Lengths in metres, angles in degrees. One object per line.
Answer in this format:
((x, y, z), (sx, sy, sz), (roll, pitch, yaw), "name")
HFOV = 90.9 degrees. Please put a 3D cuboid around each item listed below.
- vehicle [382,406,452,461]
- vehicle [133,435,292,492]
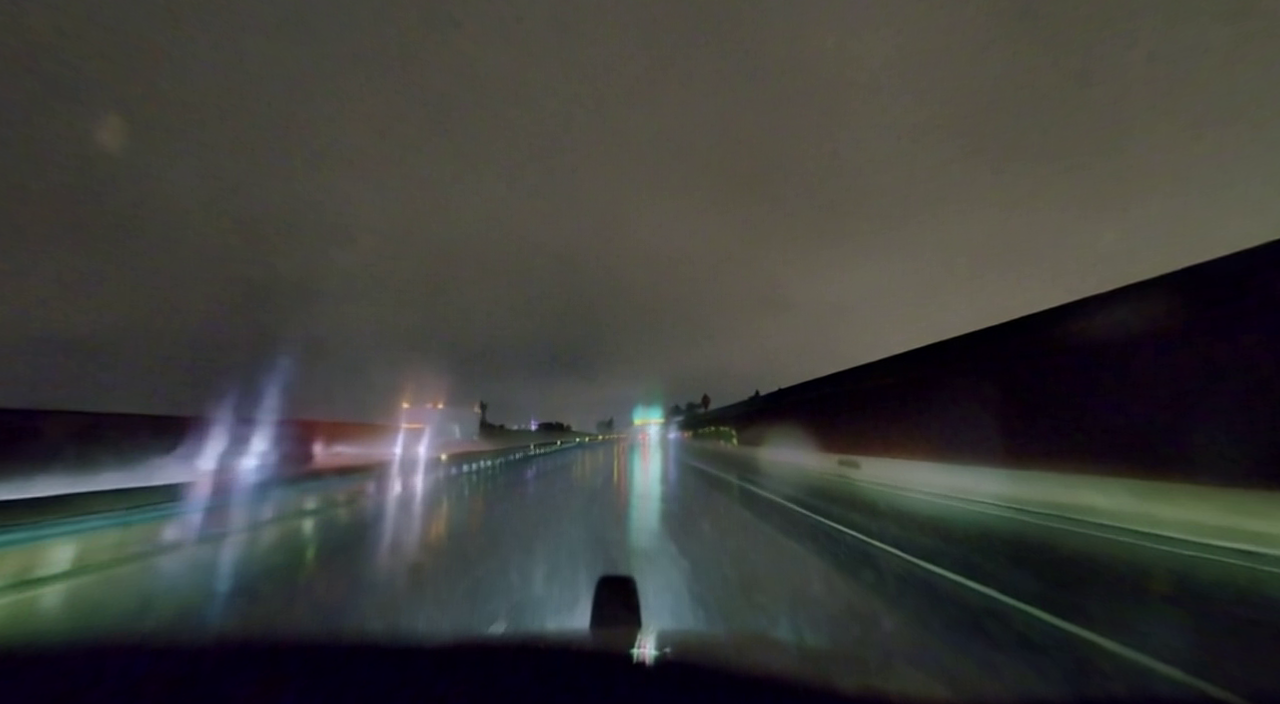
((-17.024, 6.304, 48.681), (3.068, 3.877, 6.541), (0, -8, -1), "vehicle")
((-12.046, 3.120, 18.141), (1.934, 1.441, 3.930), (0, -8, -3), "vehicle")
